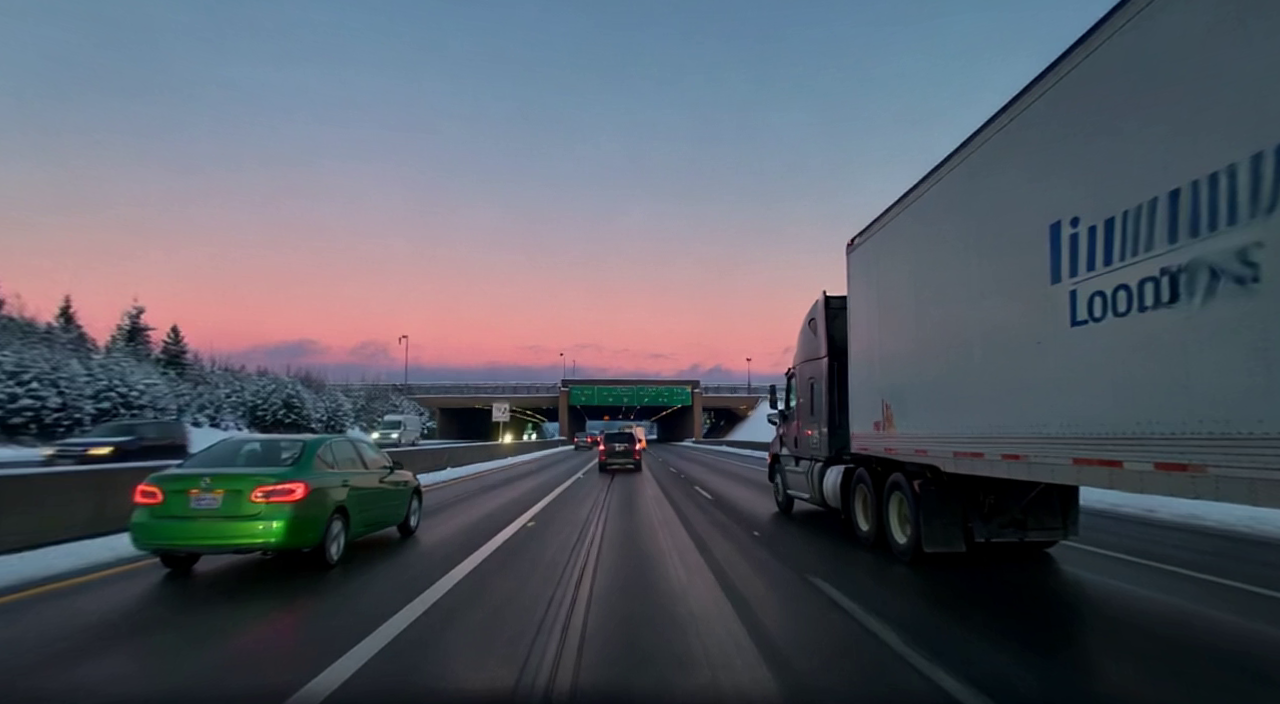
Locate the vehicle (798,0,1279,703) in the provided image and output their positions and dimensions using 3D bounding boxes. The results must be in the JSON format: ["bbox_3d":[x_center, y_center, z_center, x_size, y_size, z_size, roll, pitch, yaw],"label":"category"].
[{"bbox_3d":[4.029,-0.288,2.894,2.842,4.108,14.081,0,-8,-1],"label":"vehicle"}]

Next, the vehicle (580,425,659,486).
[{"bbox_3d":[-0.580,2.987,18.571,2.094,1.600,3.666,0,-8,-1],"label":"vehicle"}]

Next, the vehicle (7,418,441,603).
[{"bbox_3d":[-3.968,1.544,7.181,2.019,1.435,4.317,0,-8,0],"label":"vehicle"}]
